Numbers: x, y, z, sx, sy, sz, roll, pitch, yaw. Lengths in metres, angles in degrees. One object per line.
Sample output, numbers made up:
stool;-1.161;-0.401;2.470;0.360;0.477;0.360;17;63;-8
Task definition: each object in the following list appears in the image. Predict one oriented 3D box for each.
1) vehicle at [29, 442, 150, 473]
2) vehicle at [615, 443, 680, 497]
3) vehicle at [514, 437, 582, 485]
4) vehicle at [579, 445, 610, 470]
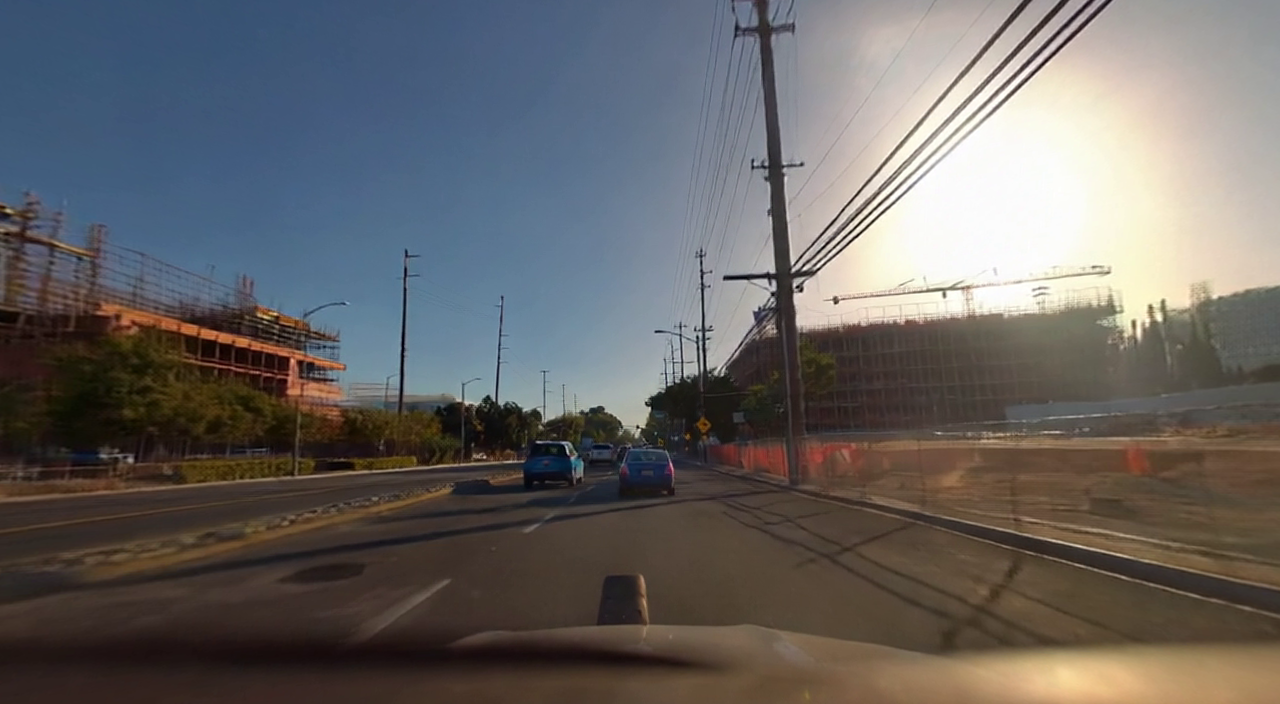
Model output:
vehicle;-31.884;6.113;36.457;5.155;1.679;1.934;0;-8;0
vehicle;0.246;4.038;21.880;2.059;1.691;3.980;0;-8;0
vehicle;-3.698;4.478;26.060;2.078;1.804;4.387;0;-8;2
vehicle;-3.371;7.934;47.465;1.910;1.713;4.786;0;-8;1
